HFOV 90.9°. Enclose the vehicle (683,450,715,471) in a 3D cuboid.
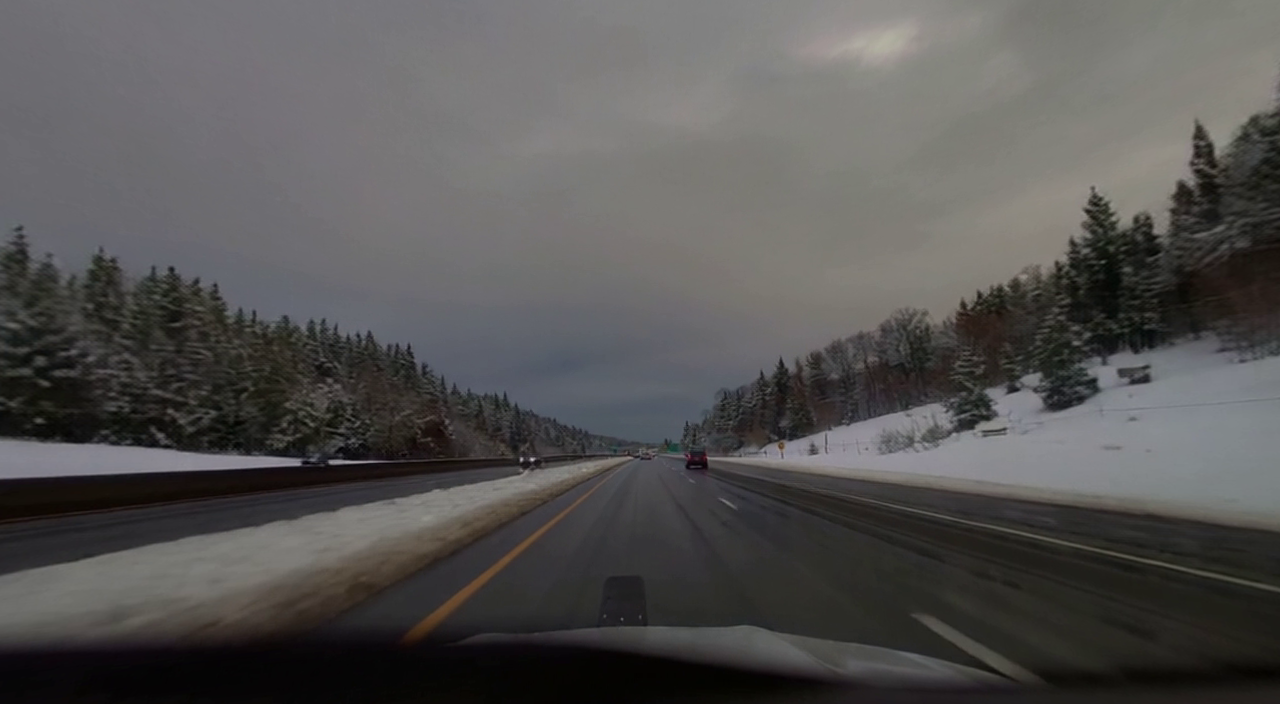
[{"bbox_3d":[4.471,8.313,48.499,1.984,1.481,4.376,0,-9,0],"label":"vehicle"}]
